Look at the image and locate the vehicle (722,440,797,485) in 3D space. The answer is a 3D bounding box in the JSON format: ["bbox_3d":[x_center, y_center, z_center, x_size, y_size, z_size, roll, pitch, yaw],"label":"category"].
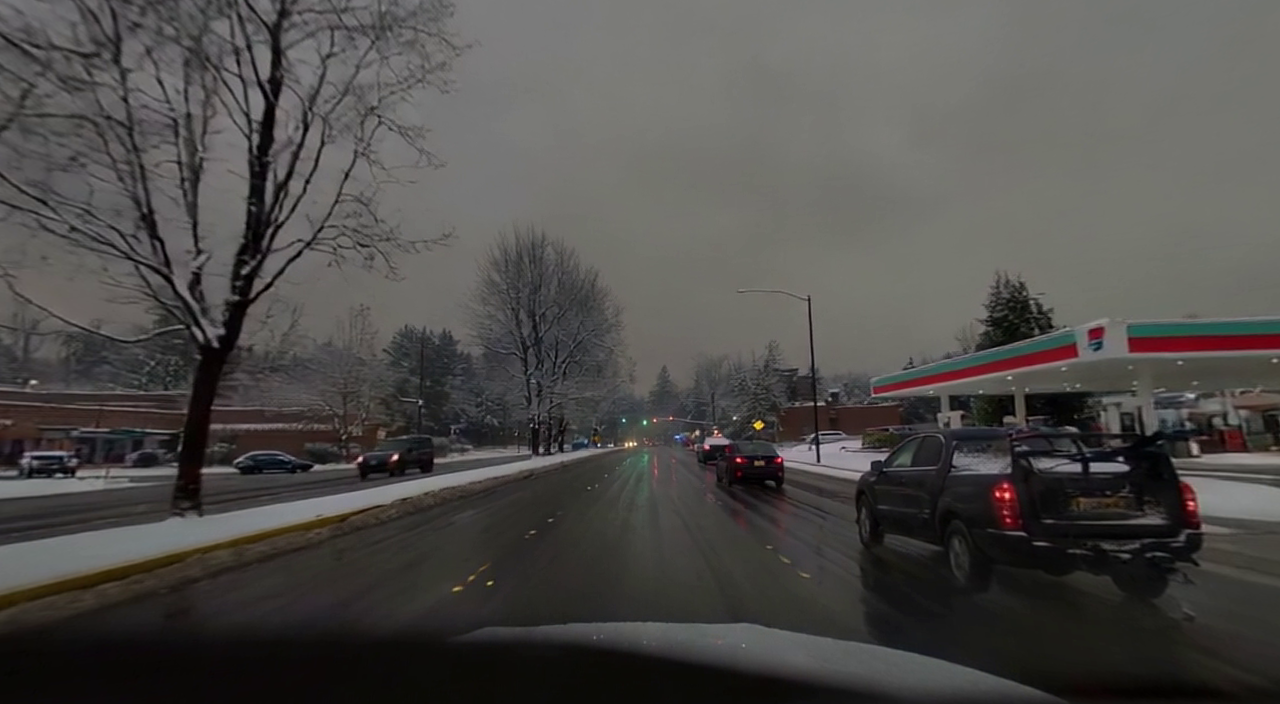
[{"bbox_3d":[4.149,3.900,22.563,1.871,1.442,4.122,0,-8,0],"label":"vehicle"}]

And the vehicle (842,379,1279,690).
[{"bbox_3d":[3.639,1.337,5.911,1.875,1.665,4.931,0,-8,1],"label":"vehicle"}]

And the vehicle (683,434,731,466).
[{"bbox_3d":[4.379,6.501,41.992,2.611,1.983,5.165,0,-8,0],"label":"vehicle"}]

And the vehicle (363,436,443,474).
[{"bbox_3d":[-13.996,6.142,37.725,2.385,2.064,5.707,-1,-8,2],"label":"vehicle"}]

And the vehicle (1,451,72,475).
[{"bbox_3d":[-41.161,7.563,43.102,1.583,1.354,4.281,1,-7,-15],"label":"vehicle"}]
